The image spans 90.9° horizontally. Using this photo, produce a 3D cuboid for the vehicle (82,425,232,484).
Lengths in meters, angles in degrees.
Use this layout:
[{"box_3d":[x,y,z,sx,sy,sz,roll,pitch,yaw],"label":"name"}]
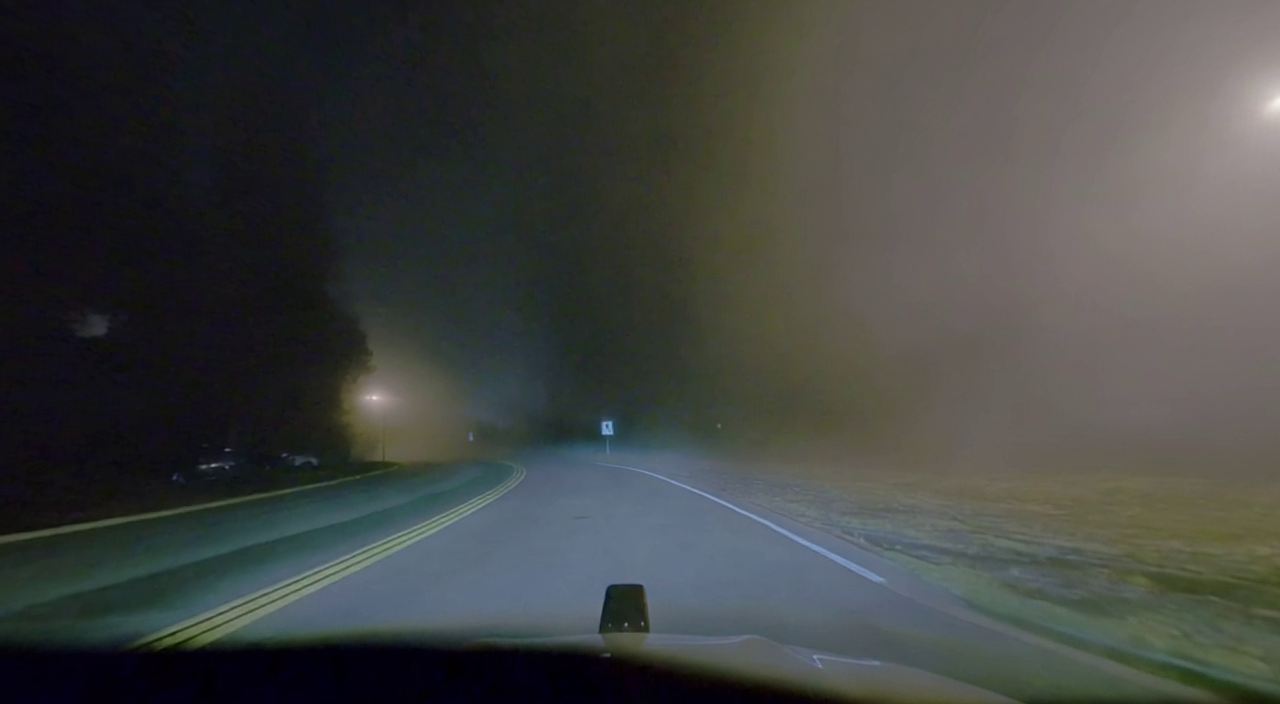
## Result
[{"box_3d":[-17.882,3.772,23.357,4.699,1.996,2.116,-4,-9,21],"label":"vehicle"}]
